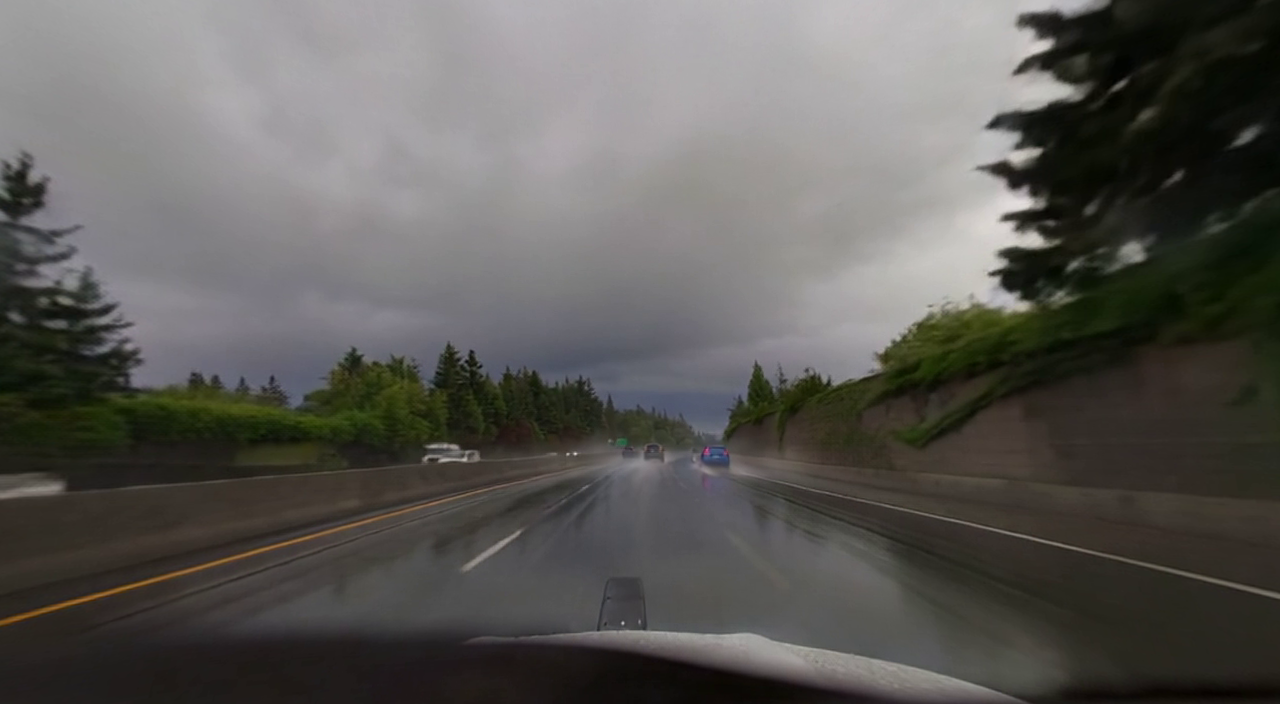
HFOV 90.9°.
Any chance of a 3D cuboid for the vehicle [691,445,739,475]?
[{"bbox_3d":[4.150,6.069,35.491,2.175,1.574,3.943,0,-9,0],"label":"vehicle"}]
